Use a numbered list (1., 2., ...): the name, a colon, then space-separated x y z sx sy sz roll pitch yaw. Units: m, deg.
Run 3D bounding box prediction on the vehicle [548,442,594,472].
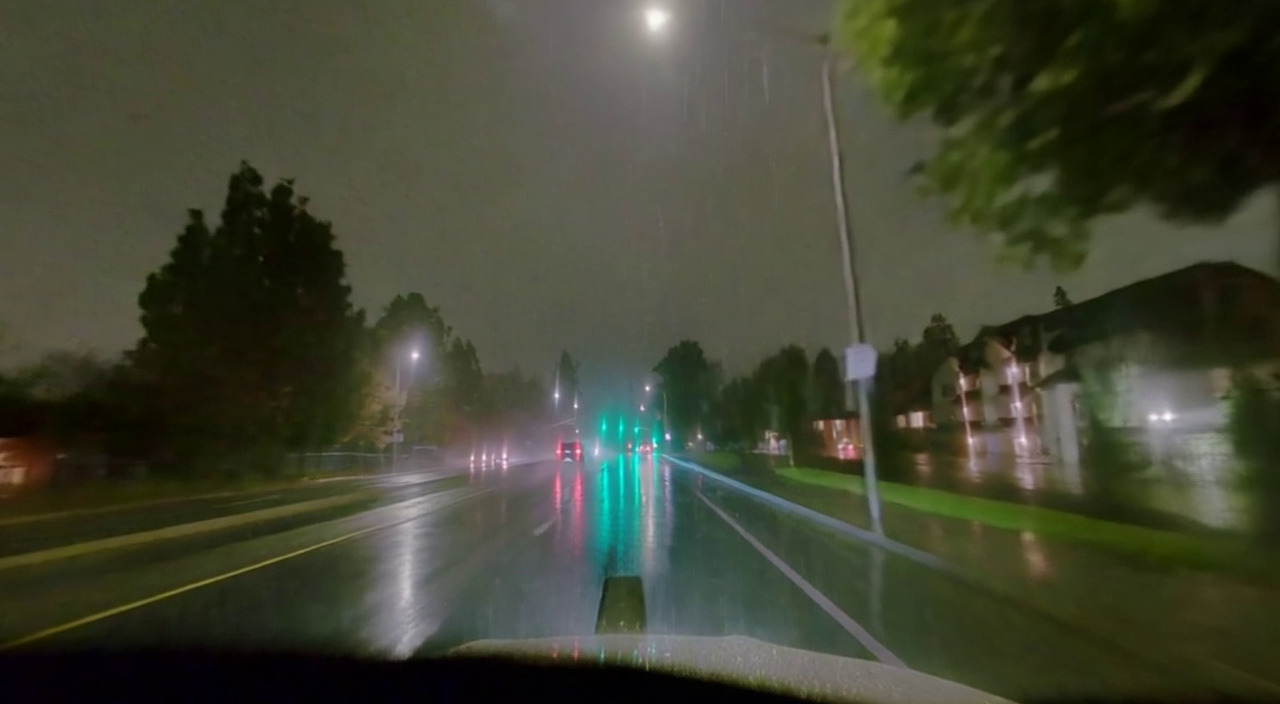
1. vehicle: -3.570 5.519 33.469 1.992 1.447 4.044 -1 -8 0
